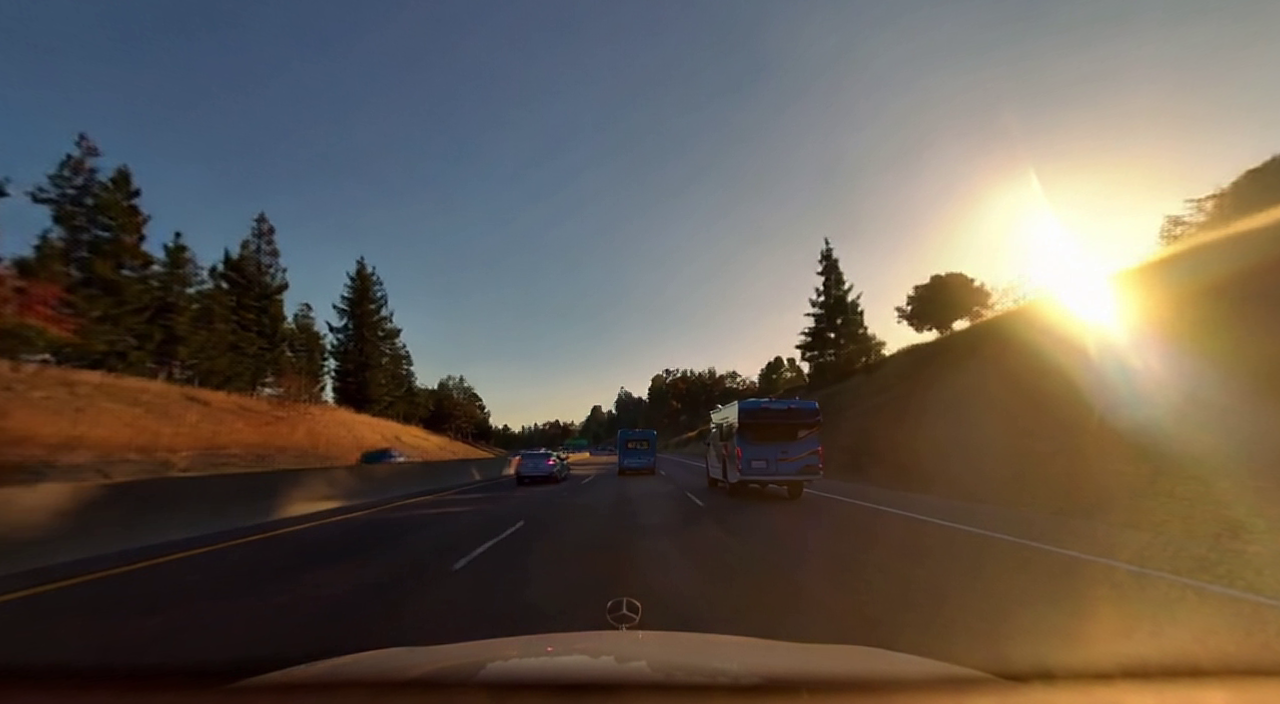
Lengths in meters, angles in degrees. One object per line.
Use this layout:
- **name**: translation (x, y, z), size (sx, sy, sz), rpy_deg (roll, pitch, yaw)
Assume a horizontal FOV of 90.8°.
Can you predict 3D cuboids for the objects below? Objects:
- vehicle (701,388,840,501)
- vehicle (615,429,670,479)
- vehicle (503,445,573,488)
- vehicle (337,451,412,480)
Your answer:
- **vehicle**: translation (3.708, 2.926, 19.932), size (2.607, 2.910, 7.252), rpy_deg (0, -9, -2)
- **vehicle**: translation (0.093, 5.139, 32.019), size (2.524, 2.310, 4.986), rpy_deg (0, -9, 0)
- **vehicle**: translation (-3.884, 4.473, 24.939), size (1.959, 1.502, 4.559), rpy_deg (0, -9, 1)
- **vehicle**: translation (-14.551, 6.249, 34.962), size (1.977, 1.469, 4.853), rpy_deg (0, -9, 1)
